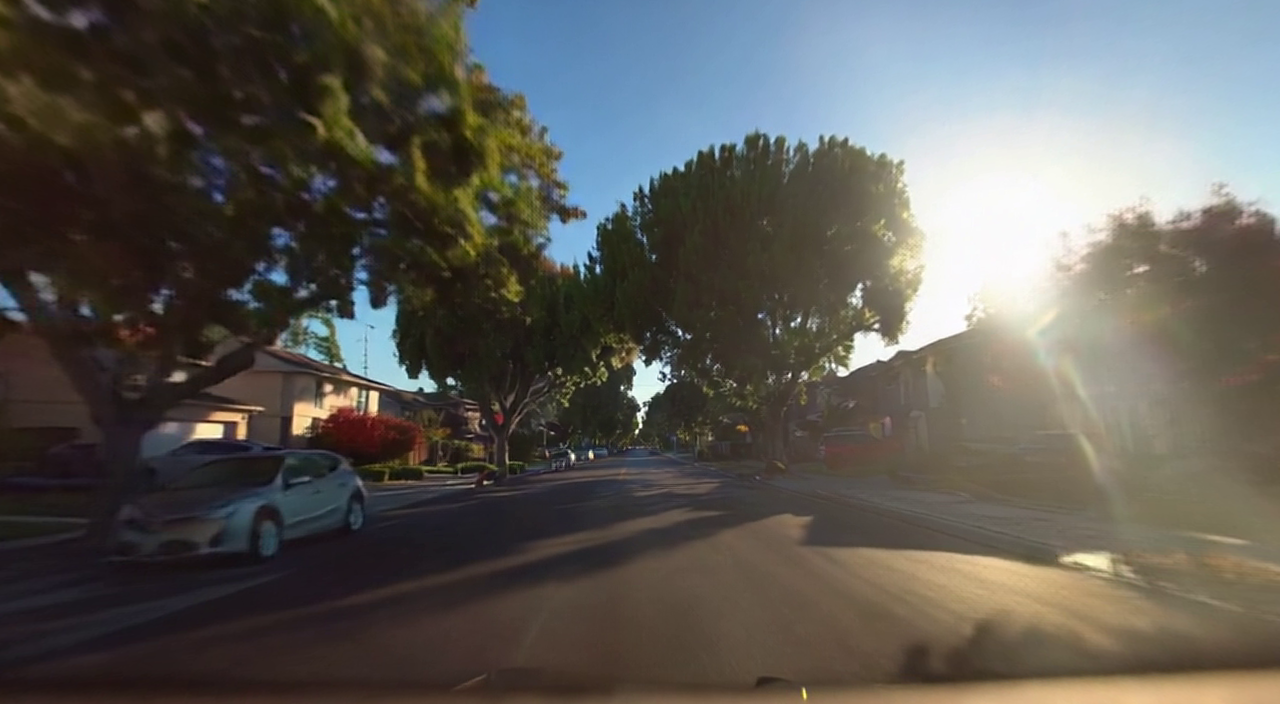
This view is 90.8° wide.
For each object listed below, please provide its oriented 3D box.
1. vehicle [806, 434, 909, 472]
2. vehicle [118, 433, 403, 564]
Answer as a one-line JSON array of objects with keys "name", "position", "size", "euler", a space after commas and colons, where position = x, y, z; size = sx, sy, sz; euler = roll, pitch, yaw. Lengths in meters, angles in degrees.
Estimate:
[{"name": "vehicle", "position": [11.311, 5.267, 33.071], "size": [4.626, 1.880, 1.980], "euler": [1, -9, -9]}, {"name": "vehicle", "position": [-5.636, 2.188, 10.192], "size": [1.944, 1.621, 4.187], "euler": [-1, -9, 0]}]
